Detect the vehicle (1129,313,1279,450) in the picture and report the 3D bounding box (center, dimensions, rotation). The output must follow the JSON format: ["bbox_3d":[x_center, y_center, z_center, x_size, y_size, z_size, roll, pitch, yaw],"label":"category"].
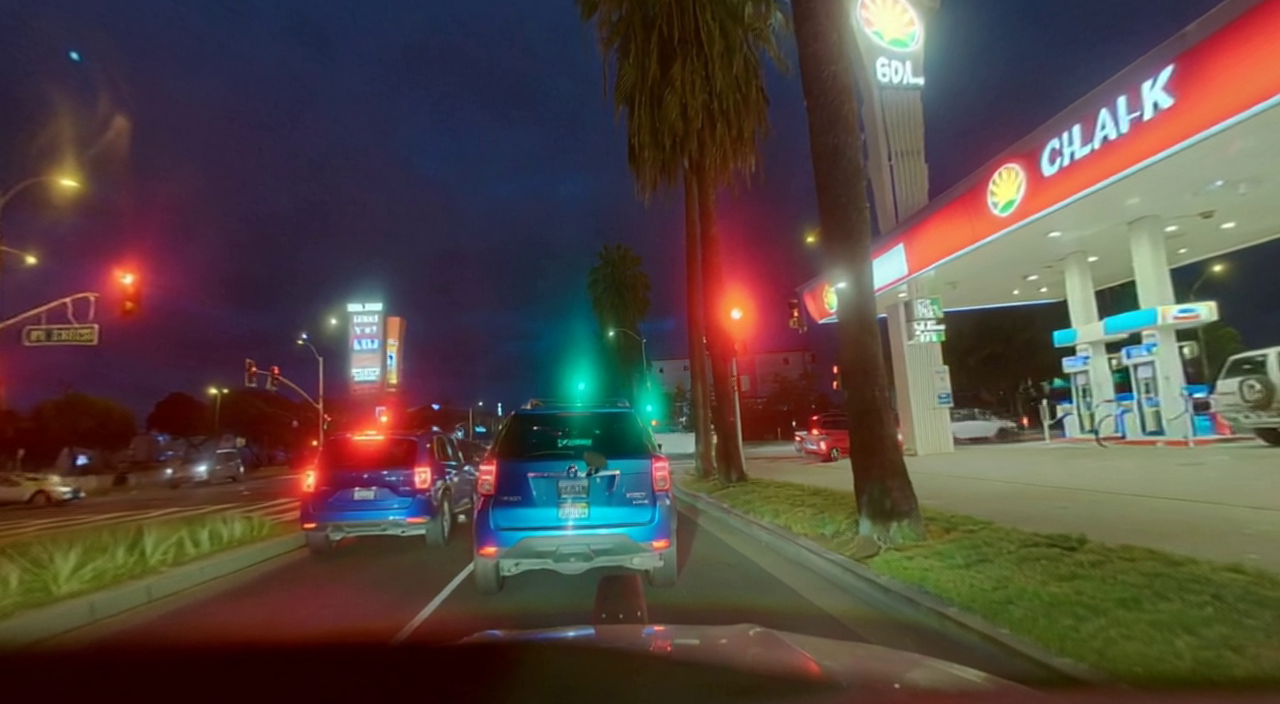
[{"bbox_3d":[10.288,0.542,9.369,4.420,1.766,2.104,1,-9,-6],"label":"vehicle"}]

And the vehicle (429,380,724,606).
[{"bbox_3d":[-0.704,1.558,7.938,2.519,1.913,4.819,0,-8,-4],"label":"vehicle"}]

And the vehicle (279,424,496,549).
[{"bbox_3d":[-4.057,2.226,11.288,2.097,1.692,5.030,0,-8,-4],"label":"vehicle"}]

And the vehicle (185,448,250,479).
[{"bbox_3d":[-28.805,7.597,43.245,1.783,1.997,4.000,0,-8,-3],"label":"vehicle"}]

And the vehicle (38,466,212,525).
[{"bbox_3d":[-17.408,4.777,21.422,4.660,1.708,2.331,-3,-9,19],"label":"vehicle"}]

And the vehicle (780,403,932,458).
[{"bbox_3d":[8.607,3.174,25.493,5.307,2.076,2.122,1,-8,-6],"label":"vehicle"}]

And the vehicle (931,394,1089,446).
[{"bbox_3d":[14.980,2.807,25.813,5.033,1.999,2.259,0,-8,-3],"label":"vehicle"}]
